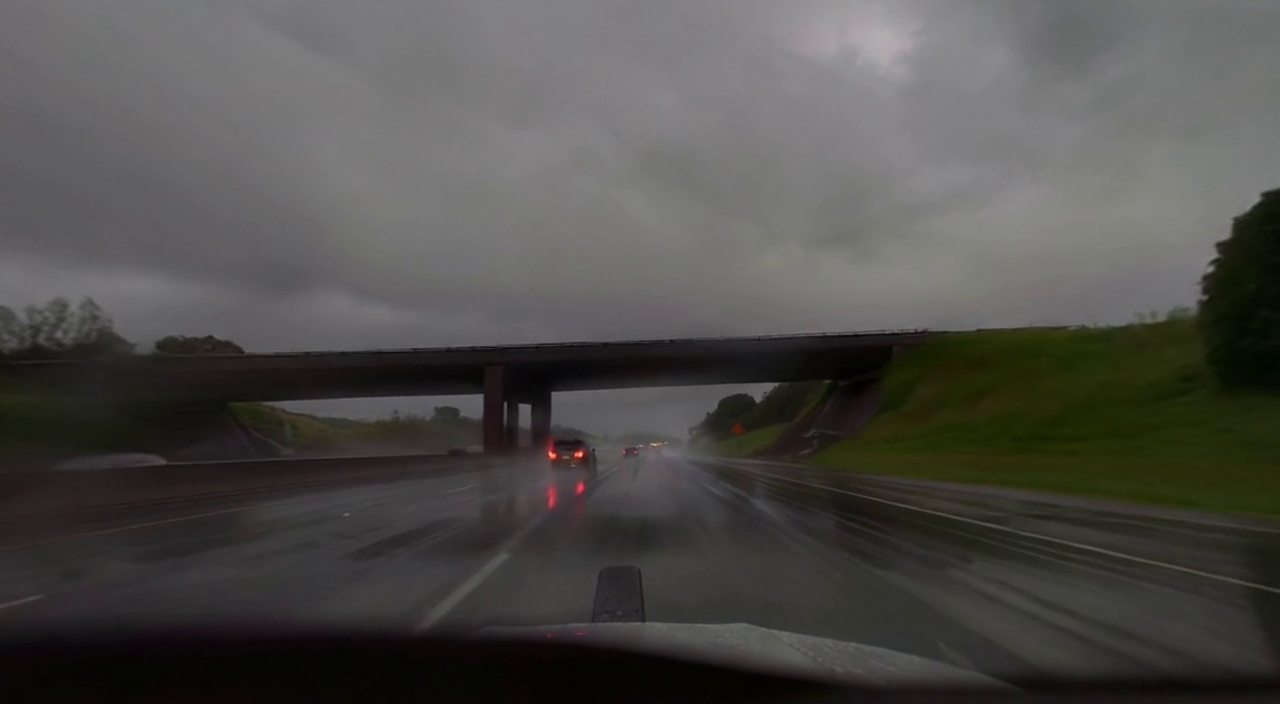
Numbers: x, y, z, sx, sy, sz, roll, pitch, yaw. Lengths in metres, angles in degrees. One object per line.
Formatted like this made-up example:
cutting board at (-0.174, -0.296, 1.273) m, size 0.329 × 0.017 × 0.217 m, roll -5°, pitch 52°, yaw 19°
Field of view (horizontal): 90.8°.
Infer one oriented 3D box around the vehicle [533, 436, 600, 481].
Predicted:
vehicle at (-3.010, 4.517, 26.965) m, size 2.181 × 1.730 × 4.517 m, roll 0°, pitch -9°, yaw 2°

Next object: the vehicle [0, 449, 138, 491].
vehicle at (-22.013, 4.480, 24.312) m, size 1.812 × 1.445 × 4.165 m, roll 0°, pitch -9°, yaw 1°
